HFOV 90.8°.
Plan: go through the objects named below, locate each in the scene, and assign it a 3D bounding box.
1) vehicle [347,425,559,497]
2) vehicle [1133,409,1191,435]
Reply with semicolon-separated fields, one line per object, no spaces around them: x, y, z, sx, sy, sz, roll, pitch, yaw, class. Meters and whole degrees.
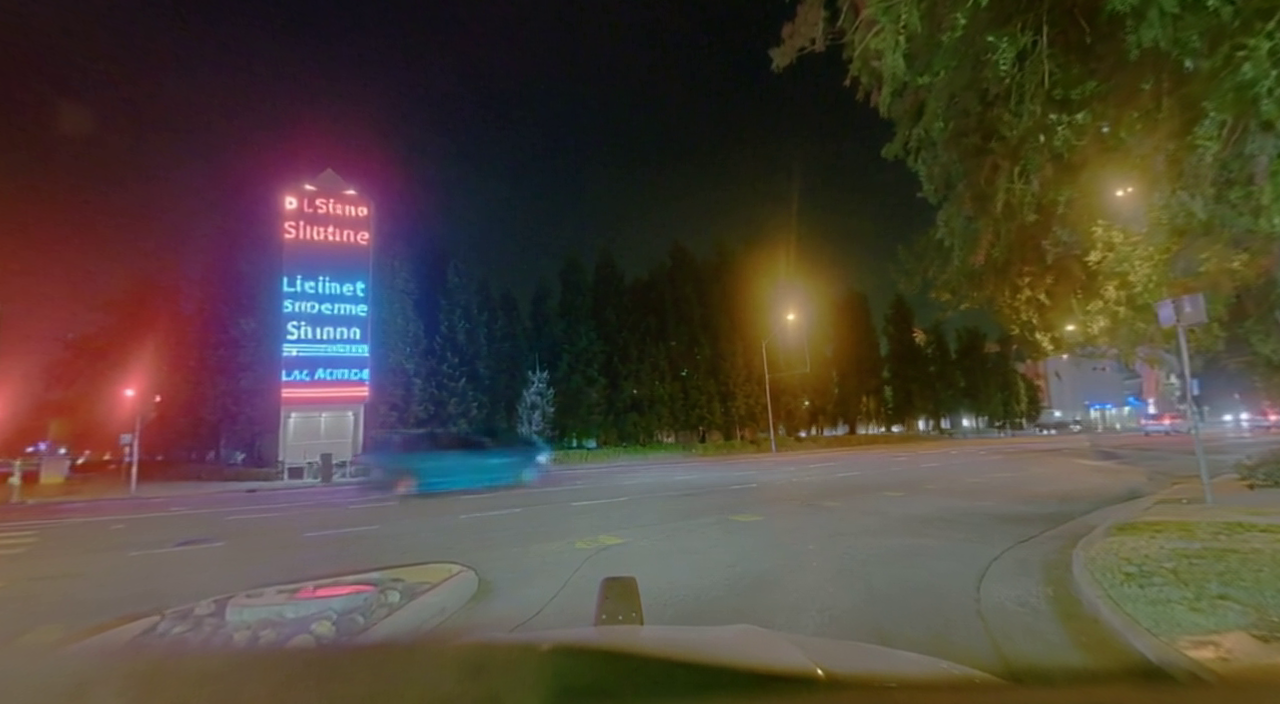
-4.362;2.555;15.130;4.442;1.458;1.902;6;-11;-36;vehicle
39.662;5.350;47.978;4.689;1.758;2.146;6;-11;-36;vehicle
